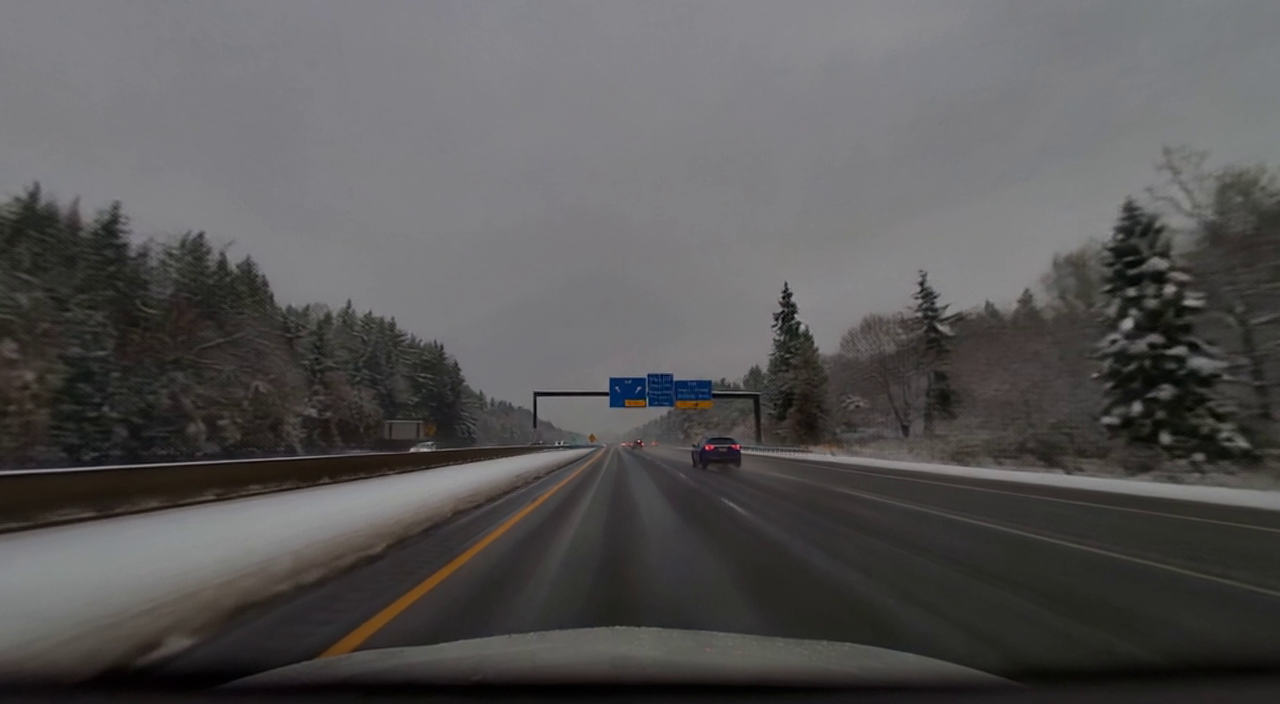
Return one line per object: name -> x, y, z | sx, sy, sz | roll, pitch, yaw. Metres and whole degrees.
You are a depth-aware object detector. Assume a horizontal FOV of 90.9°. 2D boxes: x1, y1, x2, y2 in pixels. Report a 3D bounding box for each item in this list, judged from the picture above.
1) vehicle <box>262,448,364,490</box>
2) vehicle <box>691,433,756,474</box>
vehicle -> -13.403, 4.778, 26.170 | 1.924, 1.488, 4.511 | 0, -8, -2
vehicle -> 3.376, 4.197, 26.374 | 1.958, 1.526, 4.227 | 1, -8, -3
